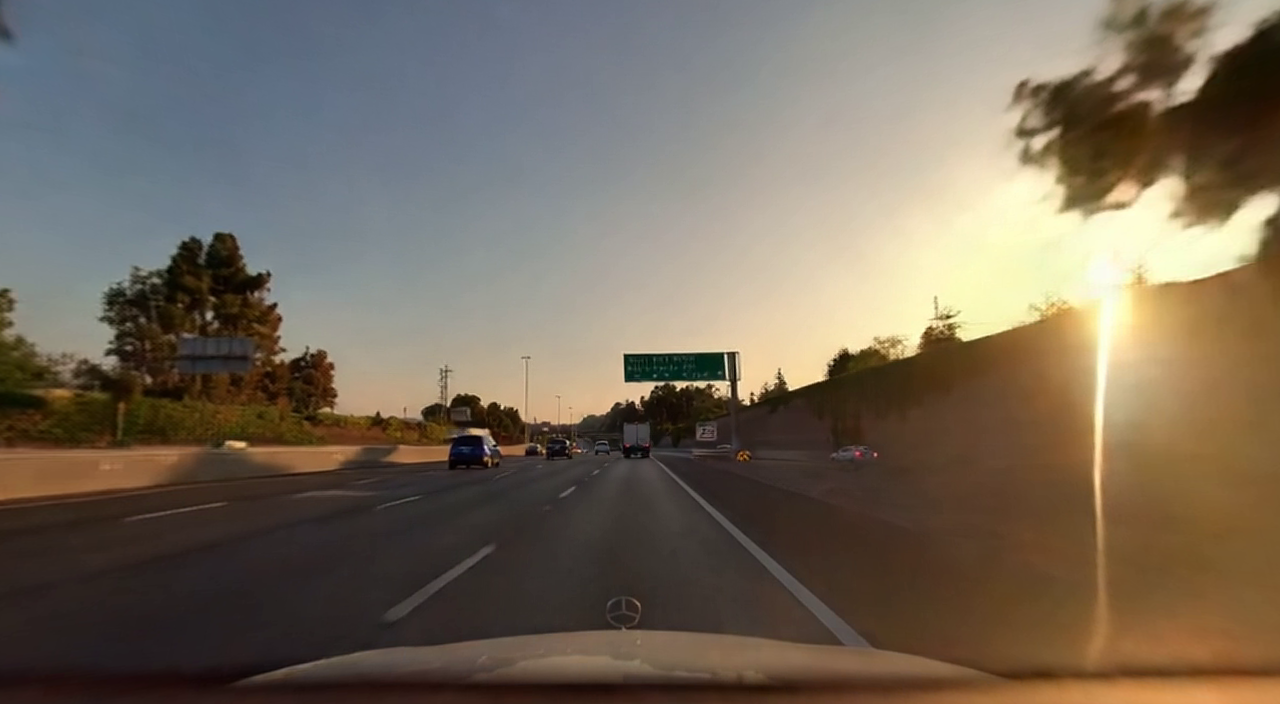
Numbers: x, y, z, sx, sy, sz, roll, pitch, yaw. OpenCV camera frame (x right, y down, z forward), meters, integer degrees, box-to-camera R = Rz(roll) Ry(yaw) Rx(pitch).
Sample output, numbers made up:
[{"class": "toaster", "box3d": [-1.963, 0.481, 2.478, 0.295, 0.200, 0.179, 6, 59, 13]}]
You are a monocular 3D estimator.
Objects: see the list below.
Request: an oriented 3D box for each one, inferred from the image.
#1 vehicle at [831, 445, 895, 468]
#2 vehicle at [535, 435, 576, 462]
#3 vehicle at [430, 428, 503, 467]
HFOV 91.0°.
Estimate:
[{"class": "vehicle", "box3d": [15.020, 7.062, 42.710, 2.075, 1.510, 4.569, 2, -9, -10]}, {"class": "vehicle", "box3d": [-6.600, 7.665, 49.999, 2.502, 1.997, 5.697, 0, -9, 0]}, {"class": "vehicle", "box3d": [-10.510, 5.898, 38.911, 2.571, 2.169, 6.443, 0, -9, 1]}]
